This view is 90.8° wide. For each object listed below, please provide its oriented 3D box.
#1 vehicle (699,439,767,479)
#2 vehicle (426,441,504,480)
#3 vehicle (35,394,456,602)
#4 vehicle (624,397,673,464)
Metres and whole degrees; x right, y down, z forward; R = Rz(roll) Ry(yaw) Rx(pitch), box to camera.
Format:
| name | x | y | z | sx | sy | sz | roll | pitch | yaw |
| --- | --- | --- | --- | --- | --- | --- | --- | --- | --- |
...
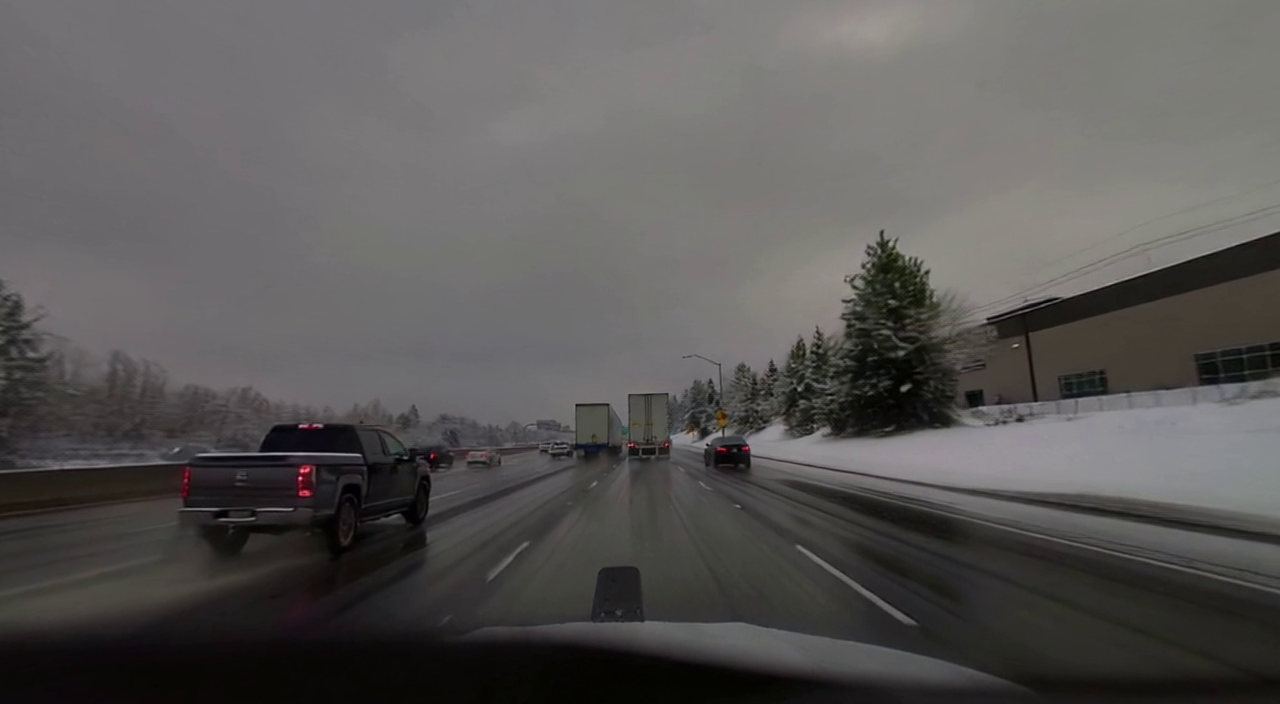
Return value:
| name | x | y | z | sx | sy | sz | roll | pitch | yaw |
| --- | --- | --- | --- | --- | --- | --- | --- | --- | --- |
| vehicle | 3.660 | 4.281 | 25.569 | 2.006 | 1.452 | 4.246 | 0 | -9 | -1 |
| vehicle | -7.155 | 4.482 | 26.365 | 1.891 | 1.460 | 4.506 | 0 | -9 | 1 |
| vehicle | -4.012 | 1.563 | 7.622 | 2.122 | 1.754 | 4.379 | 0 | -9 | 2 |
| vehicle | 0.514 | 5.584 | 43.920 | 2.969 | 4.104 | 10.906 | 0 | -9 | 0 |
